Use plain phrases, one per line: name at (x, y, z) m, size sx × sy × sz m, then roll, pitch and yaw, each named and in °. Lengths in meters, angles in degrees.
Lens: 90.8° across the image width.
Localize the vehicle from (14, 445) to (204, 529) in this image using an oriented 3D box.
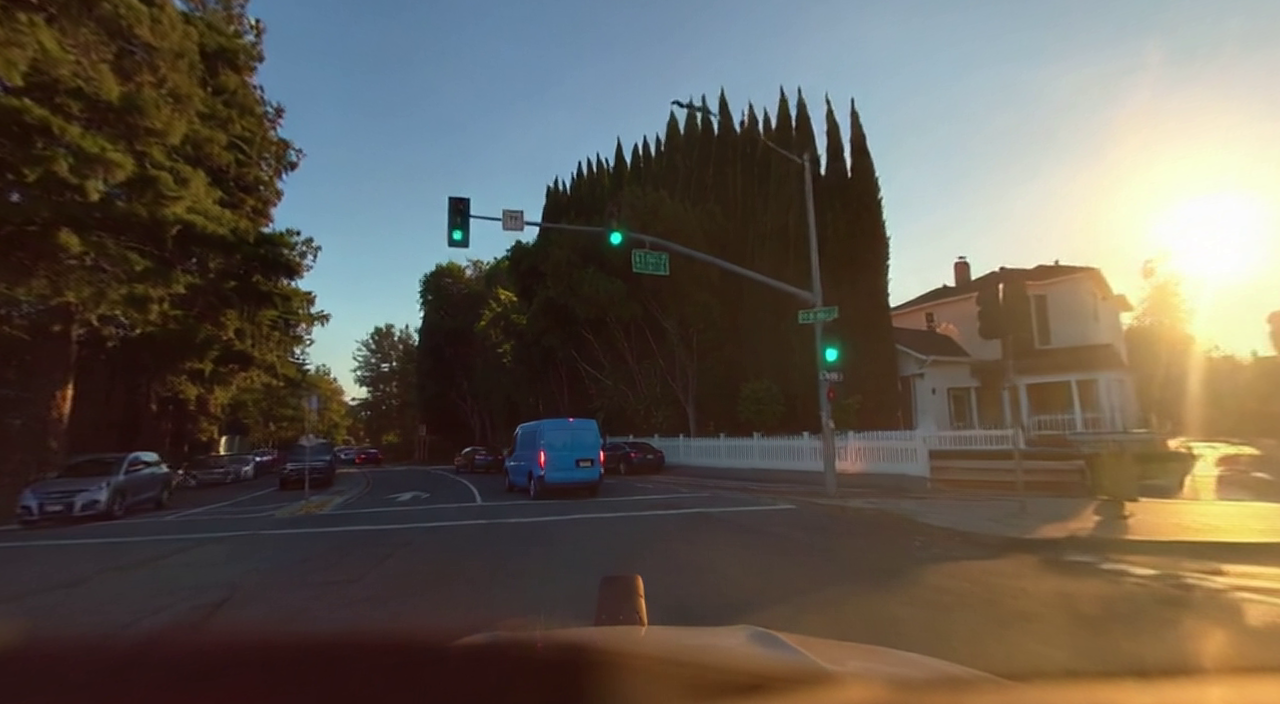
vehicle at (-13.222, 3.288, 16.196) m, size 2.078 × 1.783 × 4.670 m, roll 3°, pitch -9°, yaw -19°

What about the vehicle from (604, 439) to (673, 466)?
vehicle at (-0.081, 6.838, 43.249) m, size 4.559 × 1.754 × 1.985 m, roll 8°, pitch -12°, yaw -42°

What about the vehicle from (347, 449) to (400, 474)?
vehicle at (-17.425, 7.078, 41.178) m, size 1.911 × 1.493 × 4.291 m, roll 7°, pitch -11°, yaw -39°

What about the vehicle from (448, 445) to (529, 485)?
vehicle at (-6.223, 4.501, 25.570) m, size 2.008 × 1.445 × 4.386 m, roll 5°, pitch -10°, yaw -29°

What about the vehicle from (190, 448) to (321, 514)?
vehicle at (-9.877, 3.280, 16.651) m, size 1.952 × 1.461 × 4.377 m, roll 3°, pitch -9°, yaw -18°

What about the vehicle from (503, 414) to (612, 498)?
vehicle at (-2.599, 3.045, 18.783) m, size 2.213 × 2.124 × 4.809 m, roll 3°, pitch -9°, yaw -19°

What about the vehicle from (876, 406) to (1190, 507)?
vehicle at (9.512, 2.581, 15.882) m, size 2.514 × 2.026 × 6.104 m, roll 8°, pitch -12°, yaw -43°
